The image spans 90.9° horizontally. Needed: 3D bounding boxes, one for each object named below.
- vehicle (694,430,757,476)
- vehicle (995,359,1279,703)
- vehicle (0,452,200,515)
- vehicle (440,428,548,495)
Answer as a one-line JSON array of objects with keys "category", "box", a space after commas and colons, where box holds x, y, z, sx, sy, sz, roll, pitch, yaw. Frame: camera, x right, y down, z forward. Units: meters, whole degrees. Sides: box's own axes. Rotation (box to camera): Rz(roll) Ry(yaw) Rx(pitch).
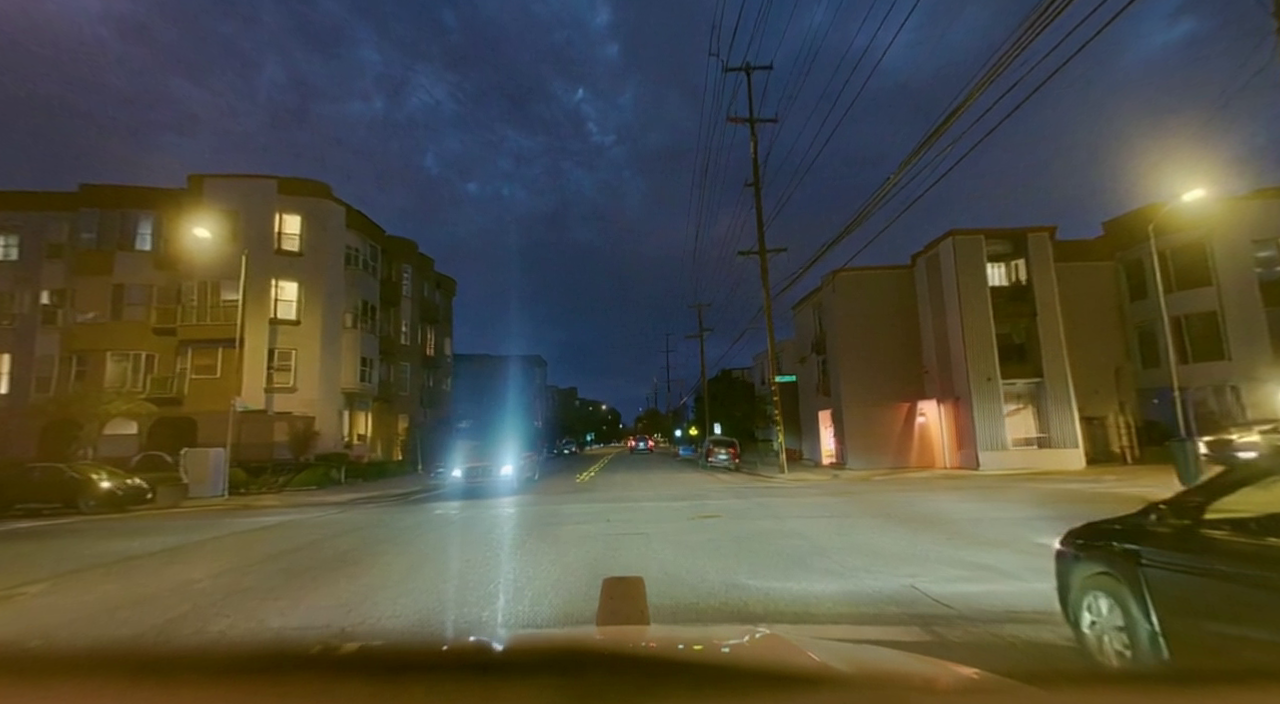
[{"category": "vehicle", "box": [3.695, 4.480, 28.096, 2.164, 1.721, 4.416, -4, -9, 1]}, {"category": "vehicle", "box": [3.487, 0.849, 2.249, 1.994, 1.697, 4.274, -1, -8, 1]}, {"category": "vehicle", "box": [-17.293, 4.085, 19.827, 5.354, 1.773, 1.991, 0, -9, 0]}, {"category": "vehicle", "box": [-4.382, 3.386, 19.827, 2.201, 1.801, 4.750, -1, -9, 0]}]
